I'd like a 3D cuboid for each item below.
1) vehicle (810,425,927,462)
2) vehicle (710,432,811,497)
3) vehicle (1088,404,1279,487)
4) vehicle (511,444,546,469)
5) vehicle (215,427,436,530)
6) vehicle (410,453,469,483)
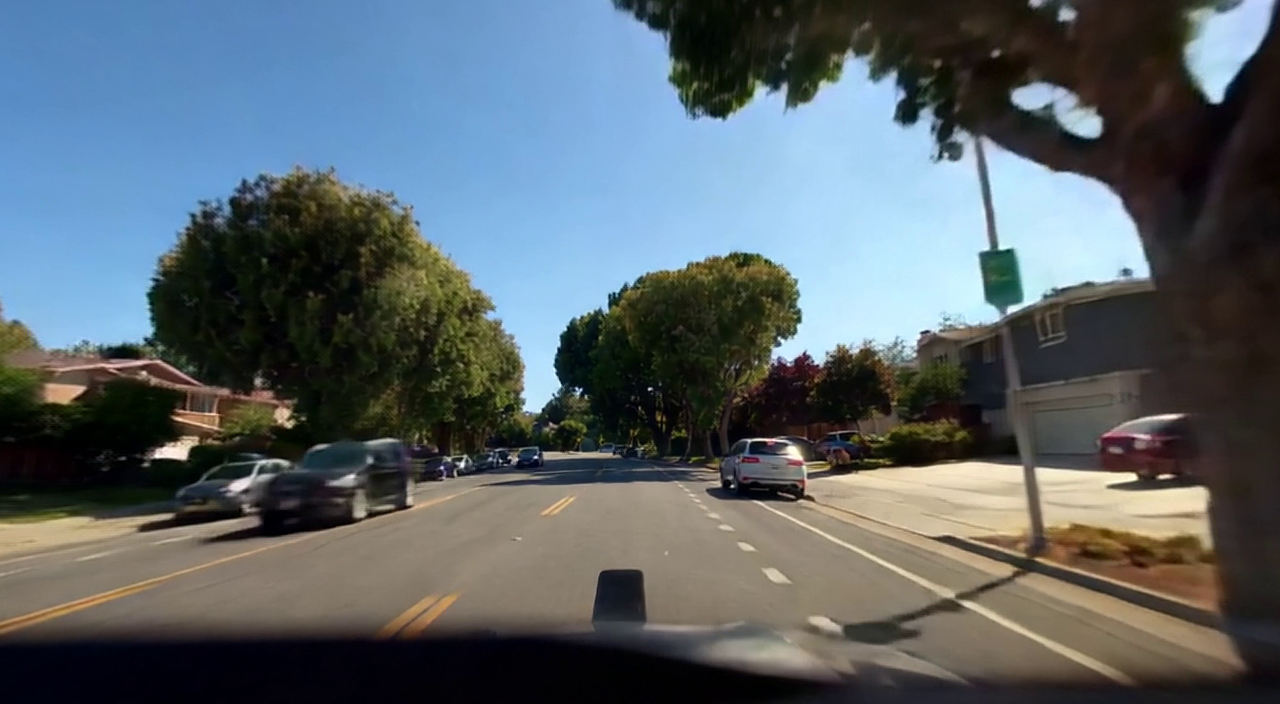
[{"bbox_3d":[12.560,5.075,35.152,5.437,1.931,2.837,0,-8,1],"label":"vehicle"},{"bbox_3d":[3.692,3.567,20.549,2.176,1.793,5.534,1,-8,0],"label":"vehicle"},{"bbox_3d":[13.026,2.094,14.175,4.360,1.692,2.011,0,-8,0],"label":"vehicle"},{"bbox_3d":[-8.312,7.811,47.524,2.090,1.724,4.270,1,-8,-4],"label":"vehicle"},{"bbox_3d":[-6.537,2.679,14.082,2.294,1.831,5.199,1,-8,-1],"label":"vehicle"},{"bbox_3d":[-11.146,6.461,35.461,1.922,1.496,4.598,1,-8,-1],"label":"vehicle"}]
